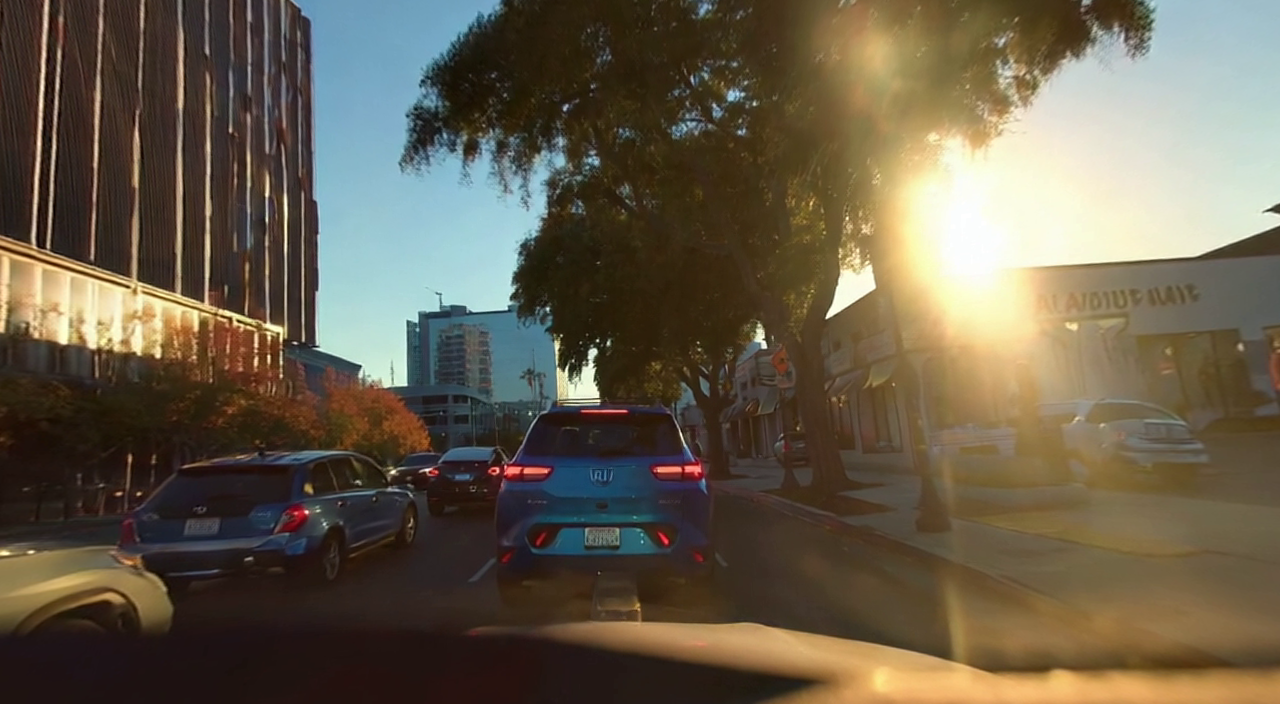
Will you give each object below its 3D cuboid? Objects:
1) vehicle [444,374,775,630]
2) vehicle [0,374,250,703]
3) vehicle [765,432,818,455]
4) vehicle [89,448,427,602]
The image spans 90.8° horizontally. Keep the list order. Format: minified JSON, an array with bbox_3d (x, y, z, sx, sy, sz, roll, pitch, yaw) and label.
[{"bbox_3d":[-0.372,1.457,7.132,2.531,1.930,4.382,0,-9,-4],"label":"vehicle"},{"bbox_3d":[-3.186,0.798,1.338,1.971,1.658,4.428,0,-8,-2],"label":"vehicle"},{"bbox_3d":[10.252,6.187,42.682,1.877,1.416,3.965,-9,-12,38],"label":"vehicle"},{"bbox_3d":[-4.517,2.042,8.503,1.876,1.448,4.464,0,-8,-2],"label":"vehicle"}]
